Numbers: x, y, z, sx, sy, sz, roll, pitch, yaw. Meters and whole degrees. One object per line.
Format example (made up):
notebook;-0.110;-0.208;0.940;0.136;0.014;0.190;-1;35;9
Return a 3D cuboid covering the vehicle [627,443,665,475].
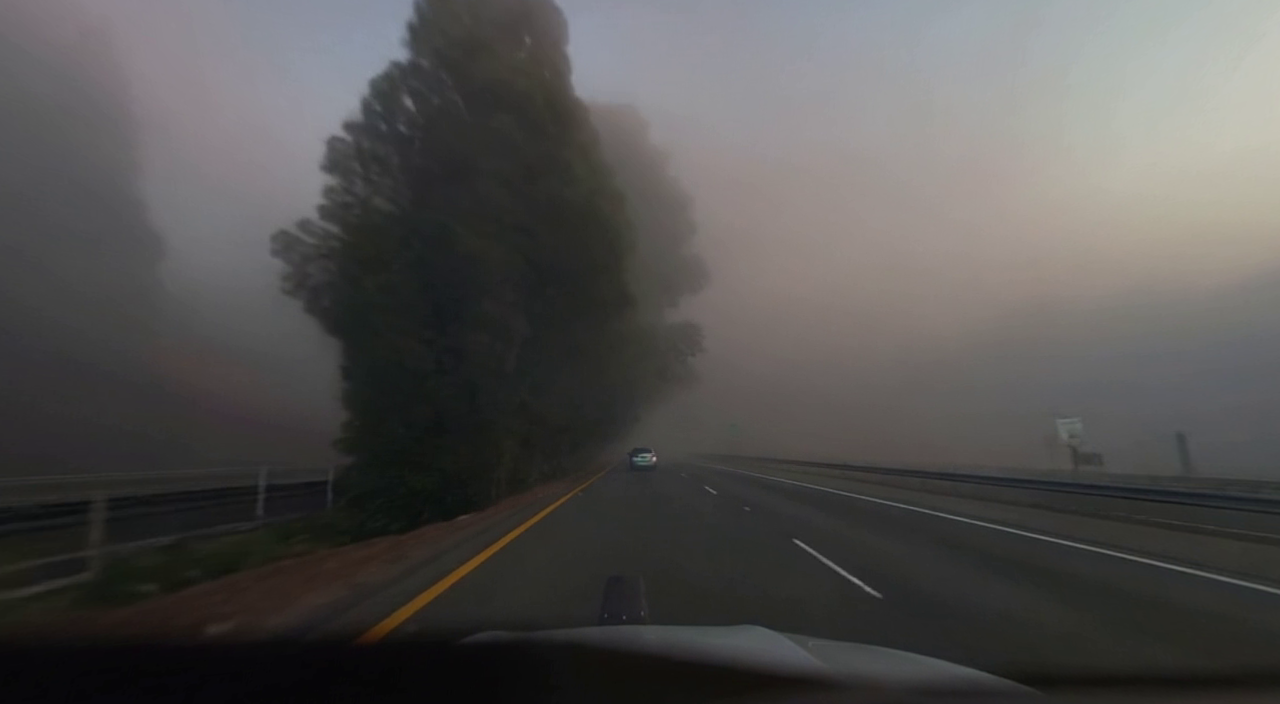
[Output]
vehicle;0.290;5.863;34.671;1.987;1.658;3.620;0;-9;0
